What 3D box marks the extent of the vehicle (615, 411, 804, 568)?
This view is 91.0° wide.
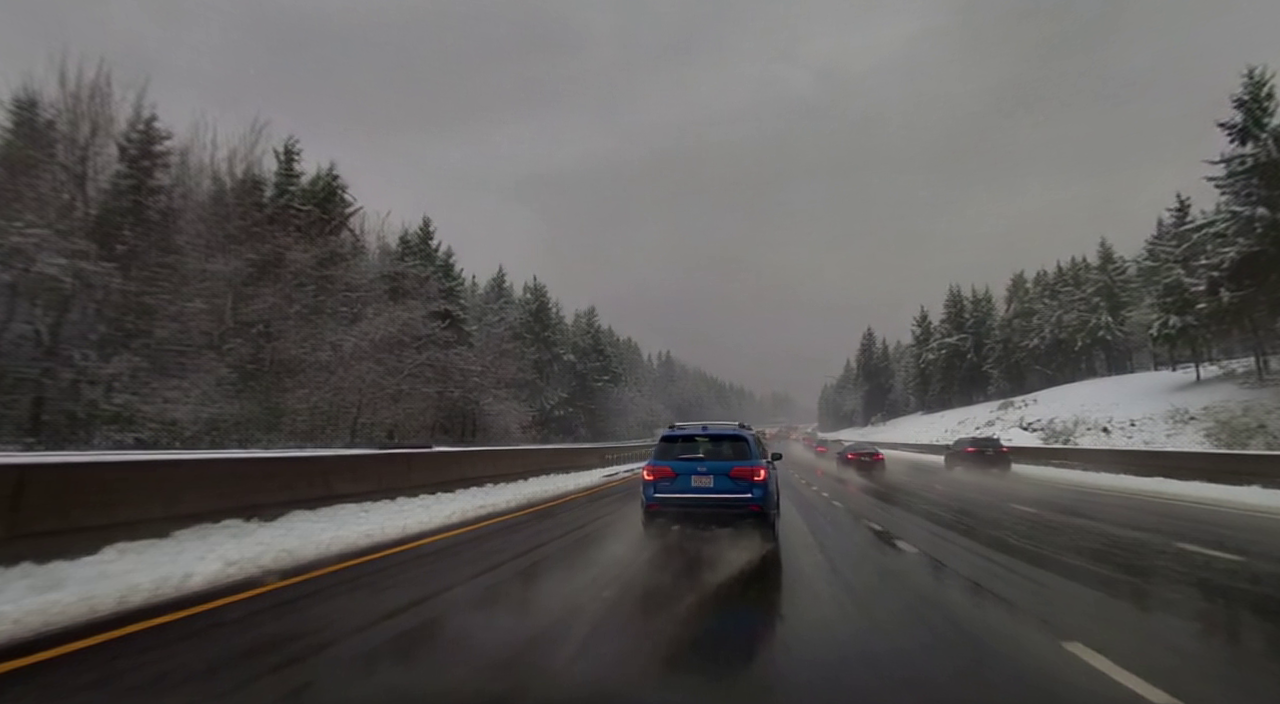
[{"bbox_3d":[1.107,1.759,8.854,2.021,1.635,4.085,-2,-8,11],"label":"vehicle"}]

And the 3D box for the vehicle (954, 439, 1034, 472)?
[{"bbox_3d":[16.965,4.951,30.416,1.990,1.478,4.475,-2,-8,11],"label":"vehicle"}]

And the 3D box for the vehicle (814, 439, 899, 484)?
[{"bbox_3d":[7.675,3.875,22.758,1.962,1.442,4.536,-1,-8,7],"label":"vehicle"}]

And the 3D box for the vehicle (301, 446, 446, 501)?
[{"bbox_3d":[-8.103,3.692,19.715,1.934,1.478,4.474,-2,-8,11],"label":"vehicle"}]
